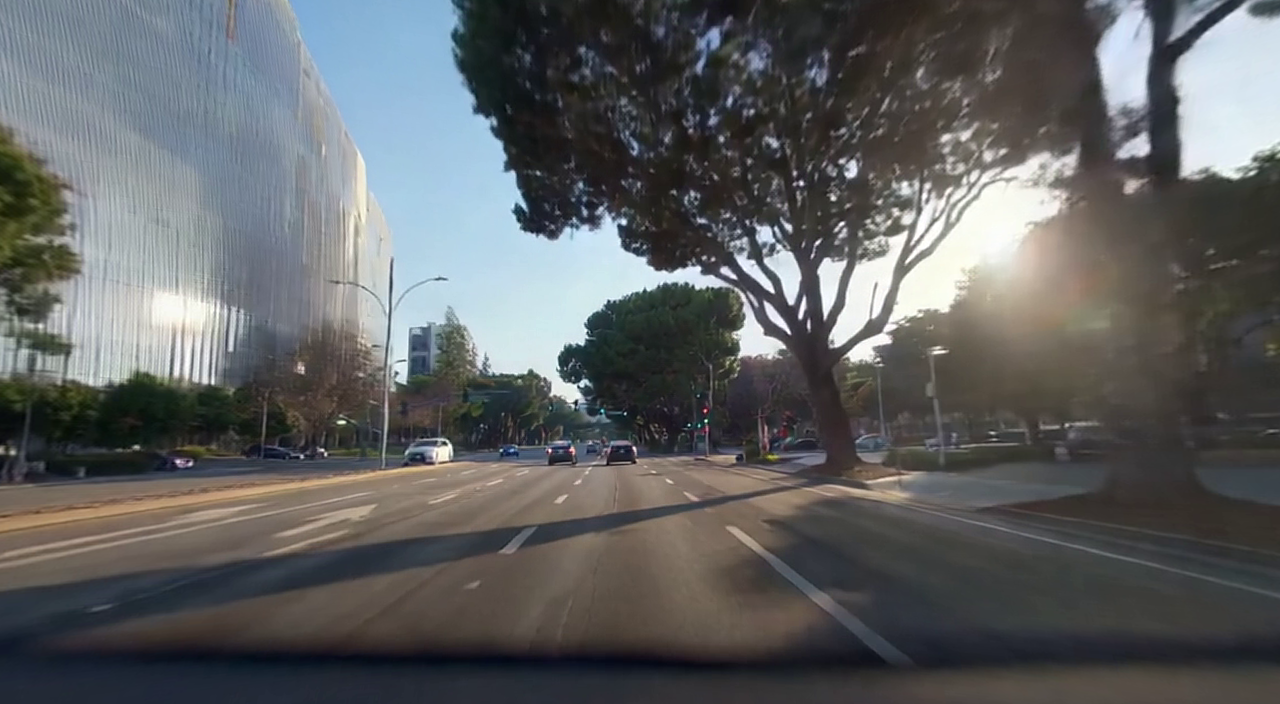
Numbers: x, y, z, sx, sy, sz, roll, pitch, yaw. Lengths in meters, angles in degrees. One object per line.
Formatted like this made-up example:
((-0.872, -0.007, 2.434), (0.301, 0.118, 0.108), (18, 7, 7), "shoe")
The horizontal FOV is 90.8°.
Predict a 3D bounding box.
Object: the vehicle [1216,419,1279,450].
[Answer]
((37.972, 4.959, 37.957), (4.381, 1.724, 2.037), (-2, -9, 7), "vehicle")

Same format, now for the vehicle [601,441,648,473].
((-0.778, 4.963, 30.093), (2.050, 1.385, 4.096), (0, -8, -2), "vehicle")

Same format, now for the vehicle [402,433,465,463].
((-16.118, 7.587, 49.943), (2.680, 2.131, 6.995), (-1, -8, -1), "vehicle")

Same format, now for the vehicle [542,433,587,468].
((-4.125, 5.454, 35.178), (2.001, 1.784, 4.483), (0, -8, -1), "vehicle")

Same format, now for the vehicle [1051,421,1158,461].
((20.966, 3.989, 28.779), (1.841, 1.555, 4.431), (-5, -6, 7), "vehicle")
